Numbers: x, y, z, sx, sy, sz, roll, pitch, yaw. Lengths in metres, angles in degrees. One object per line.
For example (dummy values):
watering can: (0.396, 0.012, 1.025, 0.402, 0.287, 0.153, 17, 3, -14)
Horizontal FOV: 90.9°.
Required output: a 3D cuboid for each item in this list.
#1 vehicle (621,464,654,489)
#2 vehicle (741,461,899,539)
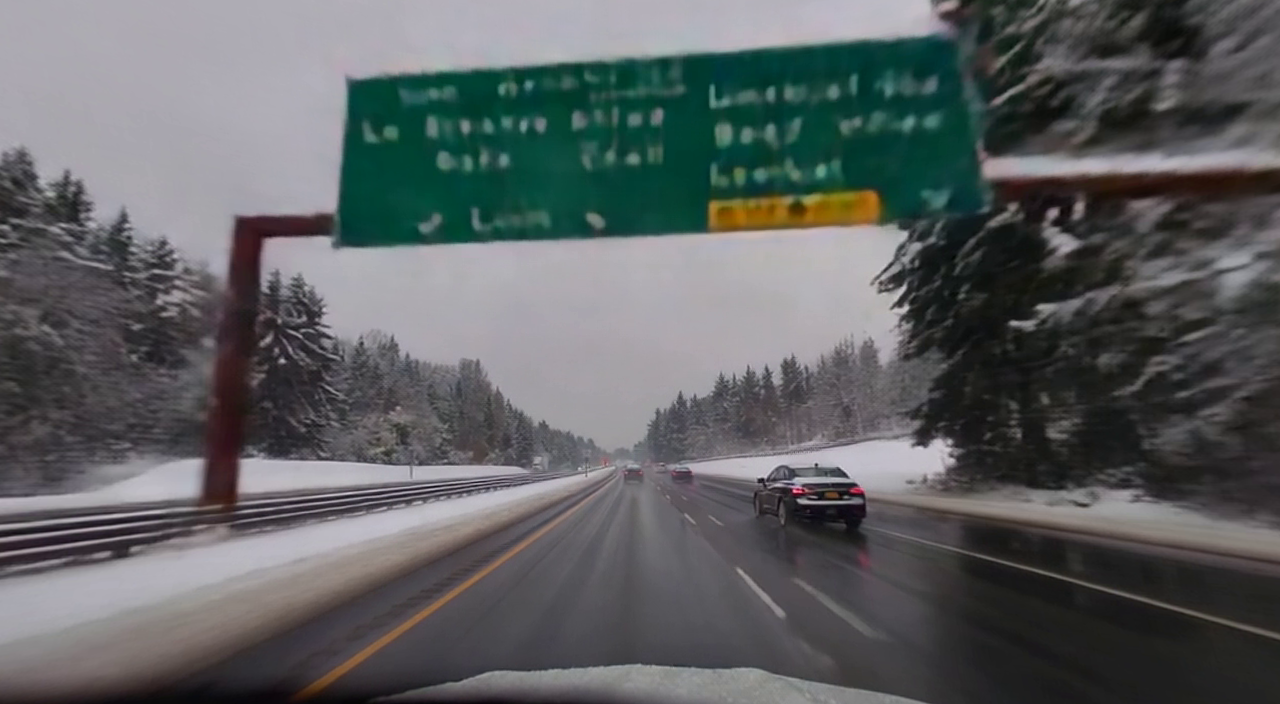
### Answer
vehicle: (-0.193, 8.065, 40.797, 1.980, 1.483, 3.865, 1, -10, -1)
vehicle: (3.800, 3.260, 14.387, 2.018, 1.426, 4.941, 1, -11, -2)
